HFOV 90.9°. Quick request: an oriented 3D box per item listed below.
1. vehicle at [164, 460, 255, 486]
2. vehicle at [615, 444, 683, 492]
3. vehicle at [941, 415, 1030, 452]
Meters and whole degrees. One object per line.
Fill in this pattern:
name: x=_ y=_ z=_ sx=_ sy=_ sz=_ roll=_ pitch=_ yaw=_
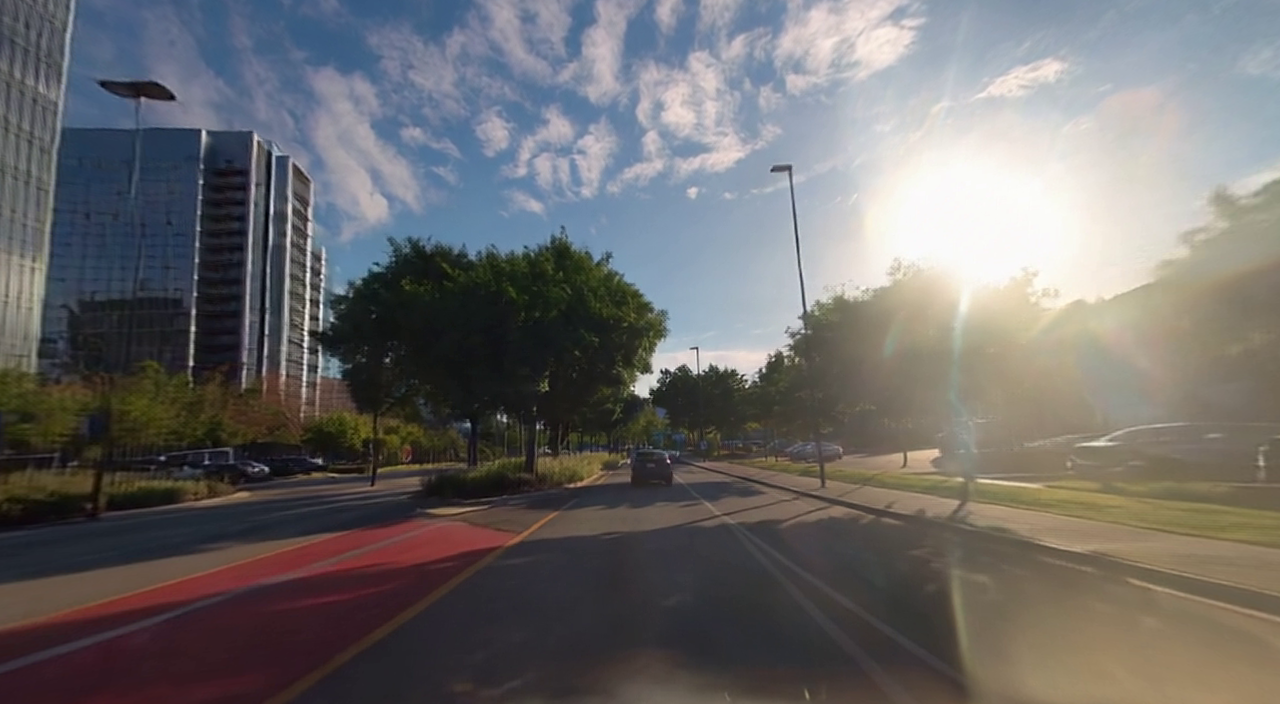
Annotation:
vehicle: x=-30.159 y=8.438 z=44.208 sx=4.962 sy=1.561 sz=1.997 roll=7 pitch=-11 yaw=-39
vehicle: x=0.279 y=3.879 z=21.402 sx=2.063 sy=1.442 sz=4.135 roll=0 pitch=-9 yaw=0
vehicle: x=15.535 y=3.749 z=28.596 sx=1.979 sy=1.460 sz=3.848 roll=-1 pitch=-10 yaw=3
